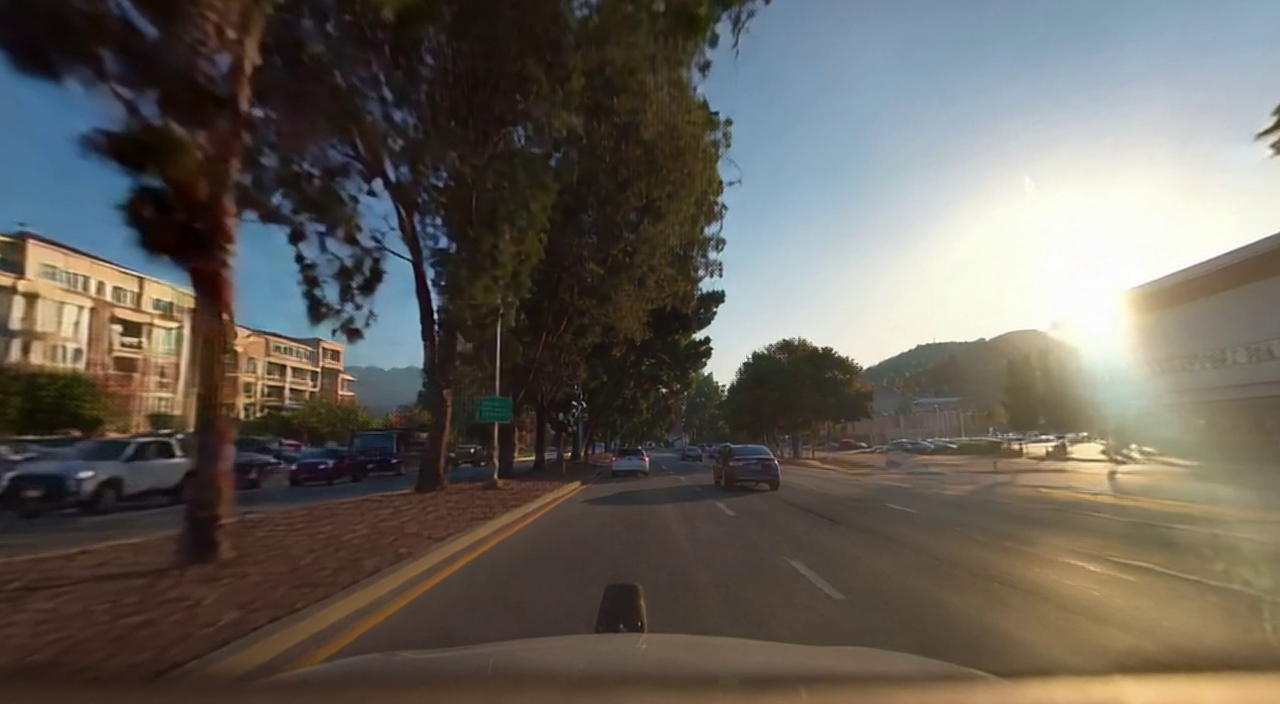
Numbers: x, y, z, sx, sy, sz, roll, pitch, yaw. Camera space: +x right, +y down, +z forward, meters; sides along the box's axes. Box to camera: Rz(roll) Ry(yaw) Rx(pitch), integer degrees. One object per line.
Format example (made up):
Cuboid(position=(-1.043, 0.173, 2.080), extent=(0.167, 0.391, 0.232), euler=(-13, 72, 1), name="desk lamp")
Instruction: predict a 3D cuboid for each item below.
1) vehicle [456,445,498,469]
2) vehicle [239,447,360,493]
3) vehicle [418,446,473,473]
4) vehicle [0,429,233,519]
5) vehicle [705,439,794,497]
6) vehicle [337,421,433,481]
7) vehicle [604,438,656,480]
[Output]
Cuboid(position=(-12.215, 7.883, 47.699), extent=(2.002, 1.686, 4.477), euler=(-1, -8, 0), name="vehicle")
Cuboid(position=(-12.165, 4.203, 22.974), extent=(1.923, 1.502, 4.422), euler=(0, -9, 0), name="vehicle")
Cuboid(position=(-11.933, 6.620, 39.150), extent=(2.048, 1.470, 4.514), euler=(-2, -8, -1), name="vehicle")
Cuboid(position=(-12.480, 2.852, 15.310), extent=(2.021, 1.817, 4.740), euler=(0, -9, 0), name="vehicle")
Cuboid(position=(3.068, 3.341, 18.546), extent=(1.852, 1.498, 3.825), euler=(0, -9, -1), name="vehicle")
Cuboid(position=(-12.271, 4.790, 30.994), extent=(2.263, 2.542, 5.913), euler=(-2, -8, 0), name="vehicle")
Cuboid(position=(-0.398, 4.702, 28.019), extent=(2.101, 1.694, 3.979), euler=(0, -9, 0), name="vehicle")
